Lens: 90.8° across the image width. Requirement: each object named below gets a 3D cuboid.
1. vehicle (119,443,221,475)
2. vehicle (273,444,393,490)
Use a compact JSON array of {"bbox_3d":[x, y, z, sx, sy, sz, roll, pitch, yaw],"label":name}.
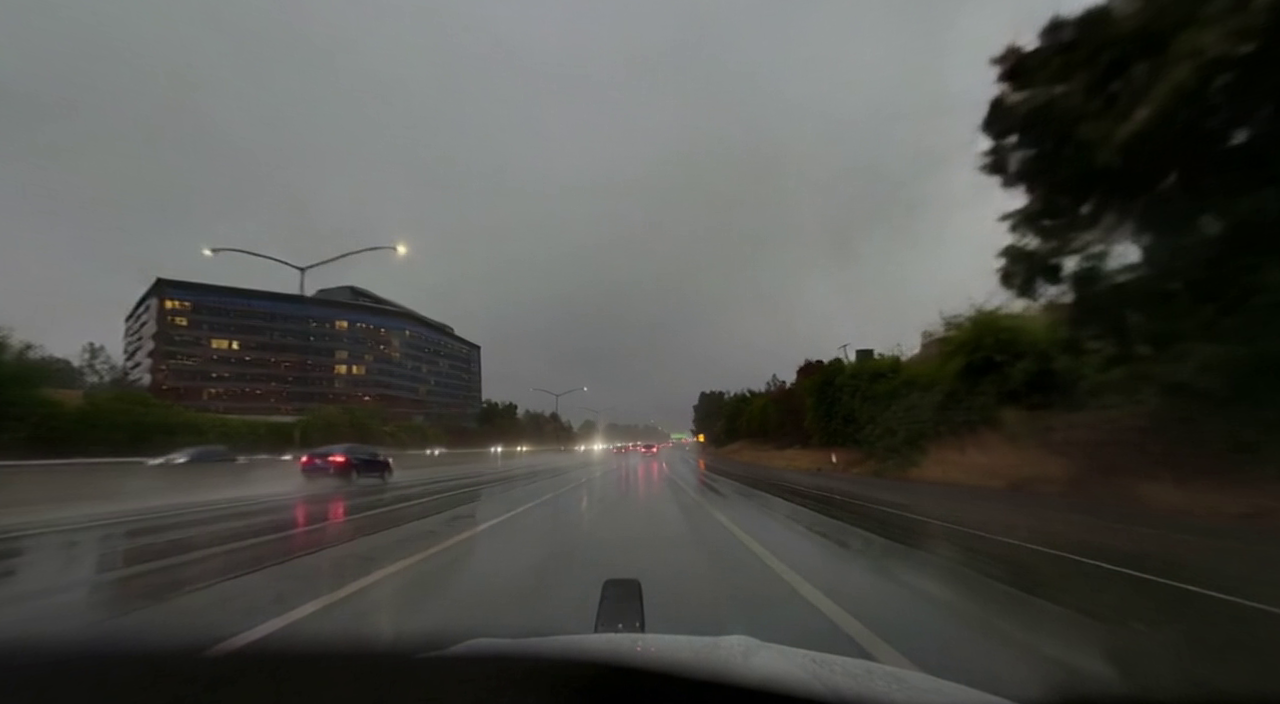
[{"bbox_3d":[-25.941,5.906,35.130,1.973,1.582,4.704,-1,-9,2],"label":"vehicle"},{"bbox_3d":[-10.686,4.015,22.420,1.914,1.440,4.467,-1,-9,1],"label":"vehicle"}]
